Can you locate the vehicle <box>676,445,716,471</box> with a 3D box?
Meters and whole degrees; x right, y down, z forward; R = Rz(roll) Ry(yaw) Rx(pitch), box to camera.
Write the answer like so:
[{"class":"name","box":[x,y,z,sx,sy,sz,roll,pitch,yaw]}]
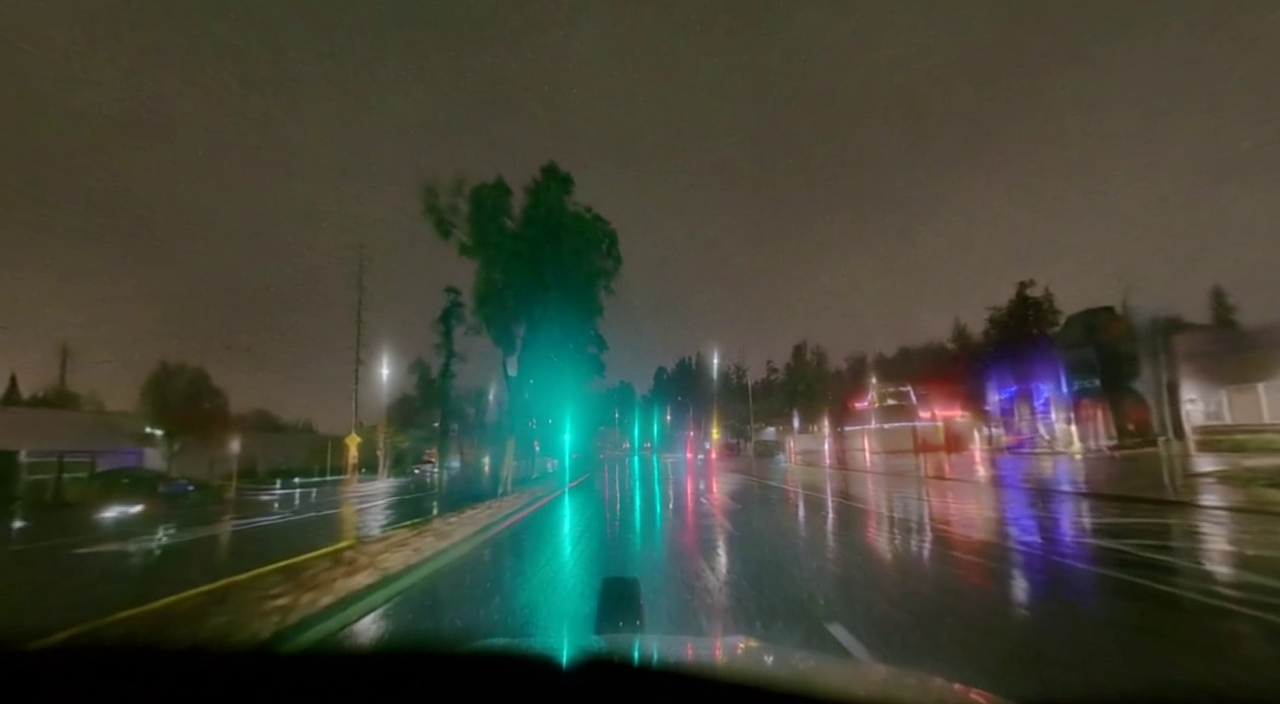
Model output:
[{"class":"vehicle","box":[3.247,6.236,37.382,1.929,1.411,4.284,0,-8,-1]}]
